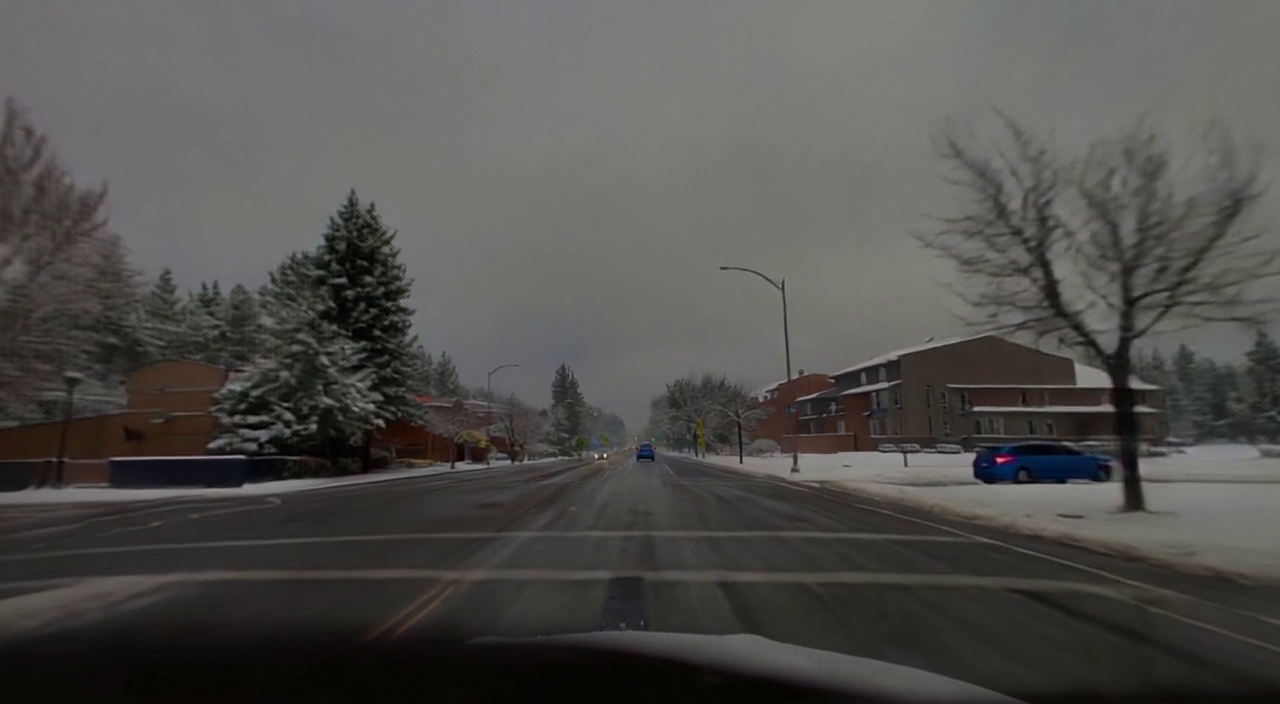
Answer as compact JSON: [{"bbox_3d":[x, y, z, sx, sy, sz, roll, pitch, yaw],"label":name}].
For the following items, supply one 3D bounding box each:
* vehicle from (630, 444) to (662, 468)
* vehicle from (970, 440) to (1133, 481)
[{"bbox_3d":[0.423,7.558,45.960,2.200,1.653,4.127,0,-8,0],"label":"vehicle"},{"bbox_3d":[15.596,4.118,24.082,4.824,1.462,1.974,0,-8,-1],"label":"vehicle"}]
